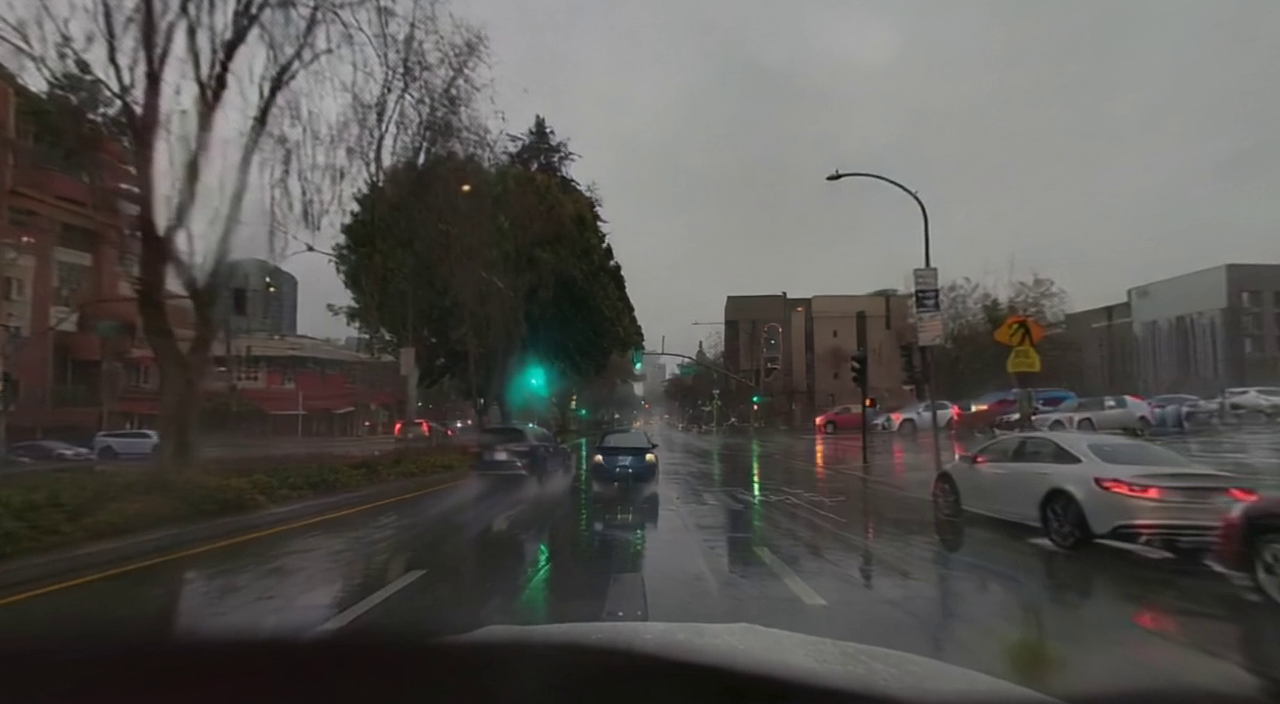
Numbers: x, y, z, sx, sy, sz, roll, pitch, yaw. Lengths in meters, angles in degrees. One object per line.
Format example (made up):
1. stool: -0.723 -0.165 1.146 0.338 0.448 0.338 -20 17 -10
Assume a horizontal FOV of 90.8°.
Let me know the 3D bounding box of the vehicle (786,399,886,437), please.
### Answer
1. vehicle: 13.853 4.714 44.661 6.541 2.480 2.259 3 -9 -19

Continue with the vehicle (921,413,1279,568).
1. vehicle: 6.237 1.882 9.381 1.904 1.705 4.510 0 -8 -2

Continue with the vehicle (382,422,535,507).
1. vehicle: -3.692 2.390 13.811 1.934 1.522 4.464 0 -8 1

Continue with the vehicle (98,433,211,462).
1. vehicle: -25.533 5.033 33.319 4.453 1.471 1.921 -1 -8 4

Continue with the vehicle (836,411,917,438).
1. vehicle: 15.259 4.698 40.781 4.775 1.604 1.915 3 -9 -20

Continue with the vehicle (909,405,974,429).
1. vehicle: 21.442 4.652 44.817 5.017 1.542 2.055 6 -11 -38

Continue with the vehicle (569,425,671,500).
1. vehicle: -0.422 2.563 14.958 2.082 1.520 3.896 0 -8 0
